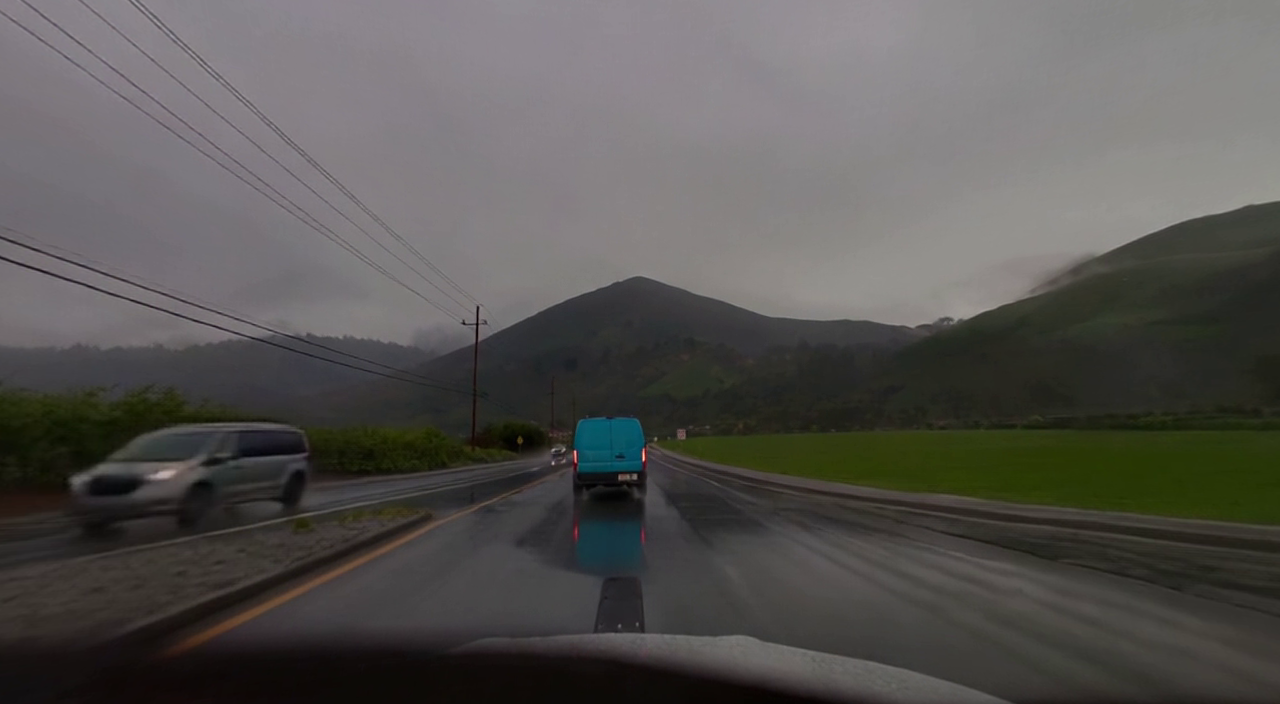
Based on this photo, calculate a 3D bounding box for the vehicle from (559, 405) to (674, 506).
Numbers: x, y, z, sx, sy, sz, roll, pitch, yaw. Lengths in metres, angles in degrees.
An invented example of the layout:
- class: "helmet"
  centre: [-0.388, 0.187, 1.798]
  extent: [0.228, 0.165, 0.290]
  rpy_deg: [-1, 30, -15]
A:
- class: "vehicle"
  centre: [-0.607, 2.556, 15.823]
  extent: [2.454, 2.144, 4.535]
  rpy_deg: [0, -8, -3]

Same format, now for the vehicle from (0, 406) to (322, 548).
- class: "vehicle"
  centre: [-9.448, 2.451, 13.186]
  extent: [2.260, 2.264, 5.982]
  rpy_deg: [0, -8, 2]
